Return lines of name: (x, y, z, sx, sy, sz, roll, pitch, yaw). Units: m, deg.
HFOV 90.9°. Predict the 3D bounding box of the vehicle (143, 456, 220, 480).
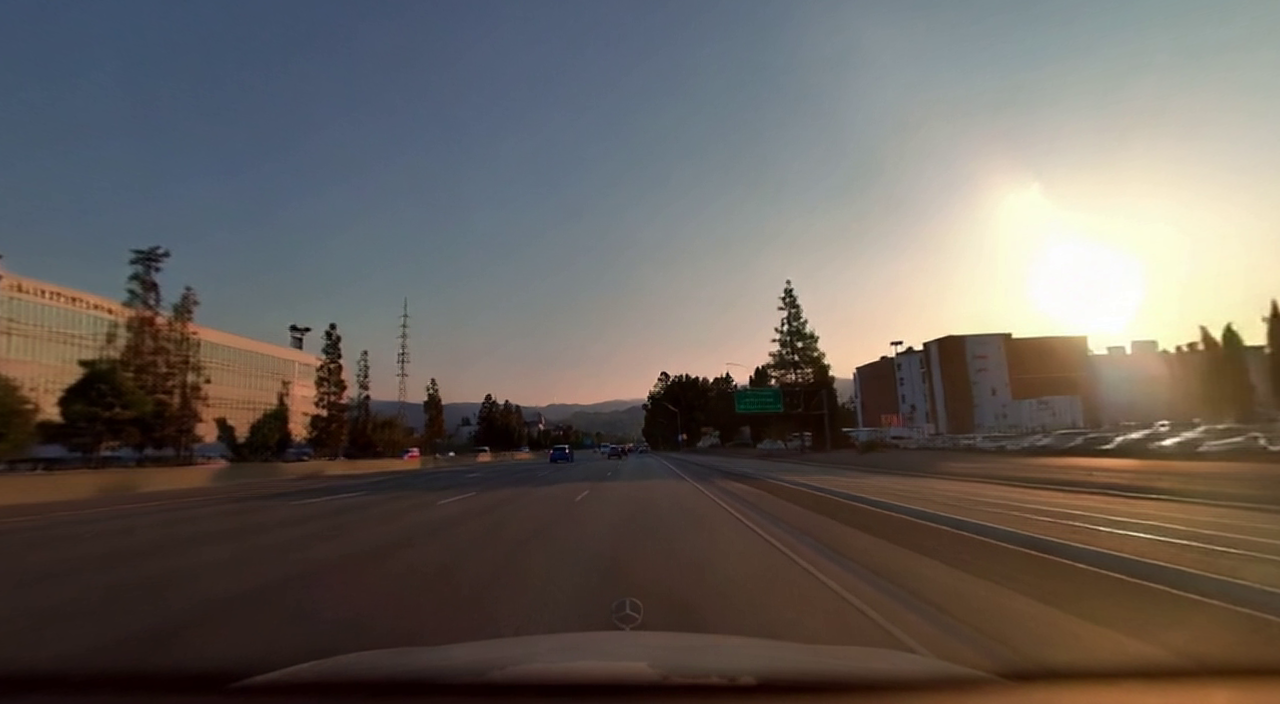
vehicle: (-31.109, 7.847, 42.948, 1.847, 1.448, 4.430, 0, -8, 1)
